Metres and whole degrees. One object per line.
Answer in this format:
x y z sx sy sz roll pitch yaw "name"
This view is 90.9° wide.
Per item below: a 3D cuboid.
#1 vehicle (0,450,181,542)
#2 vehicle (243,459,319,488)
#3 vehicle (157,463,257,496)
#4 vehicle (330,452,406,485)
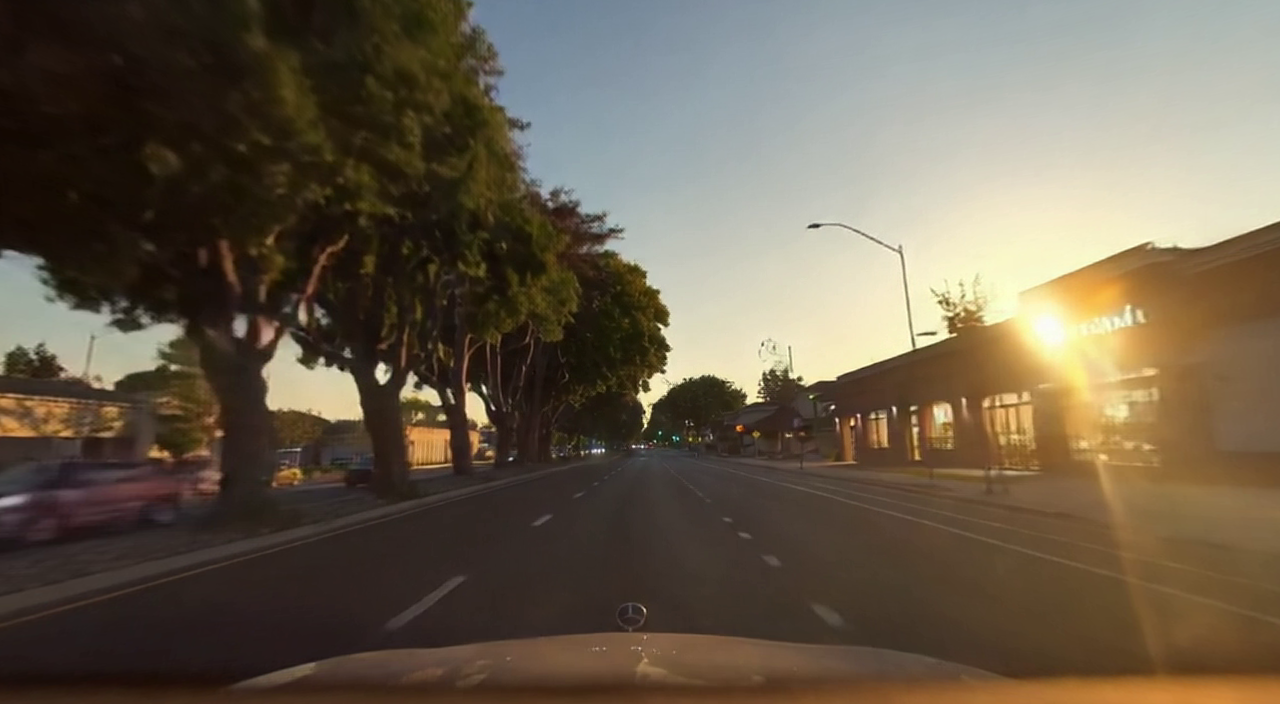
-11.808 2.764 12.353 2.070 1.500 4.724 -4 -8 1 "vehicle"
-21.738 7.348 38.388 1.885 1.504 4.359 -1 -8 2 "vehicle"
-21.979 6.459 32.237 1.866 1.444 4.407 0 -8 2 "vehicle"
-14.349 6.159 33.599 1.975 1.499 4.658 -2 -8 0 "vehicle"
